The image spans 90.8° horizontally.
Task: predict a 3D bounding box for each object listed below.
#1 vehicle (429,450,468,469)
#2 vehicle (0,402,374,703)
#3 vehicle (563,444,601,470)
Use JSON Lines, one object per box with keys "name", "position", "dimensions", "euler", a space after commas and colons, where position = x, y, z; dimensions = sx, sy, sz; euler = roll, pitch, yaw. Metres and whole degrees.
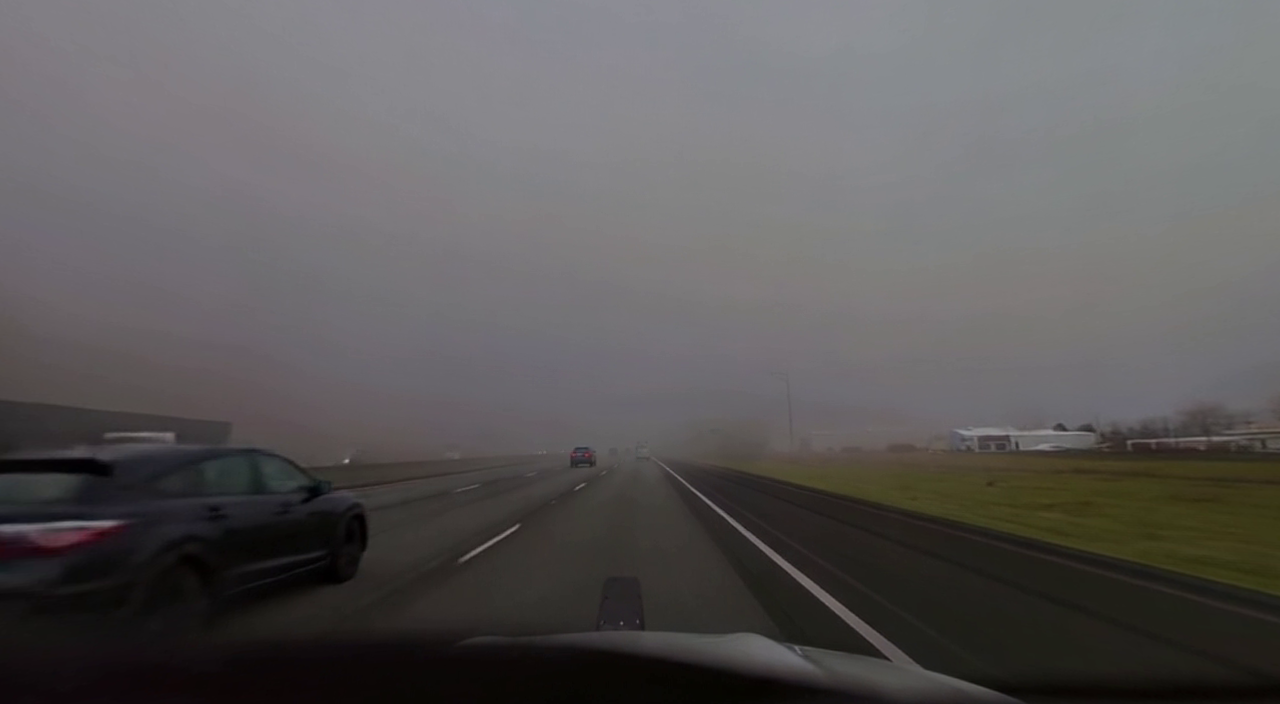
{"name": "vehicle", "position": [-15.029, 8.452, 49.750], "dimensions": [1.881, 1.404, 3.891], "euler": [0, -9, 0]}
{"name": "vehicle", "position": [-3.683, 1.179, 3.975], "dimensions": [2.110, 1.500, 4.259], "euler": [0, -9, 0]}
{"name": "vehicle", "position": [-3.617, 6.630, 40.008], "dimensions": [1.954, 1.541, 4.079], "euler": [0, -9, 1]}
